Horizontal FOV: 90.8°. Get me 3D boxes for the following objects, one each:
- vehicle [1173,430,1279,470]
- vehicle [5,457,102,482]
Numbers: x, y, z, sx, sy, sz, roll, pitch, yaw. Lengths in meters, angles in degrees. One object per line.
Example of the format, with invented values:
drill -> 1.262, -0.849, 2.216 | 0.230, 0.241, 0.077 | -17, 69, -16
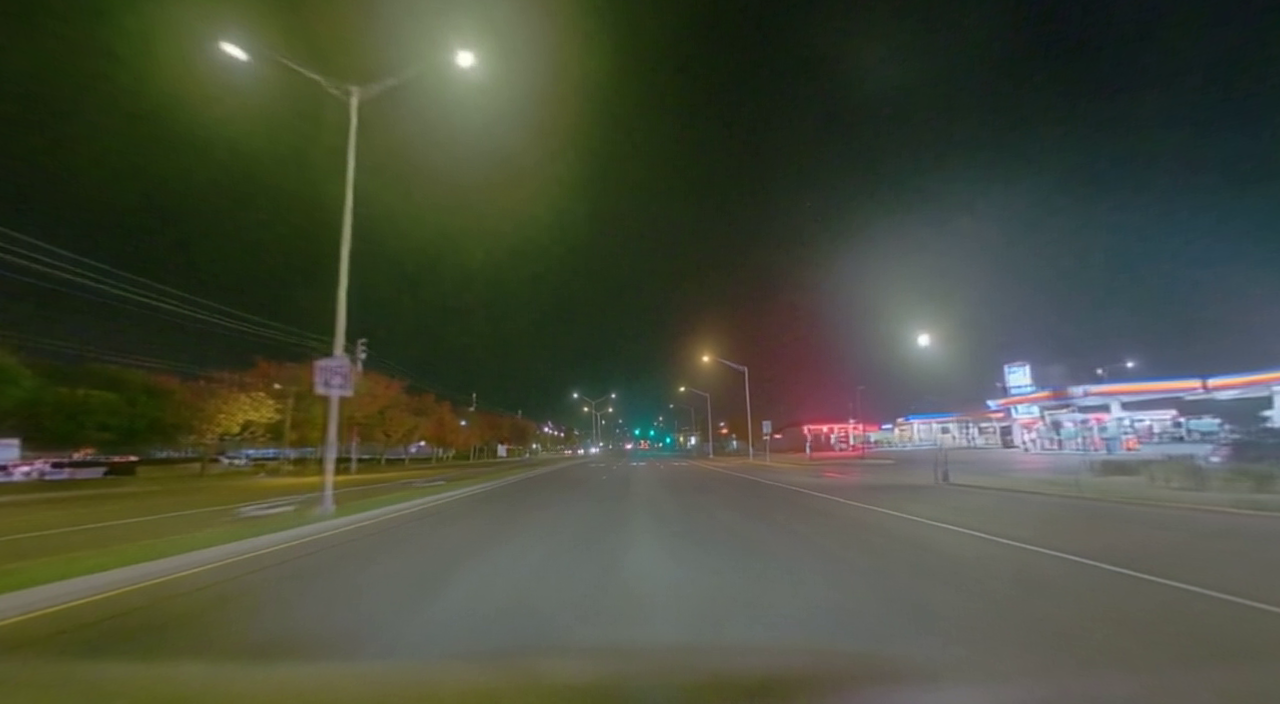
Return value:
vehicle -> 23.076, 3.710, 24.002 | 1.747, 1.371, 4.368 | -2, -10, -1
vehicle -> -35.350, 7.055, 38.122 | 4.209, 1.441, 1.793 | -1, -9, 5
